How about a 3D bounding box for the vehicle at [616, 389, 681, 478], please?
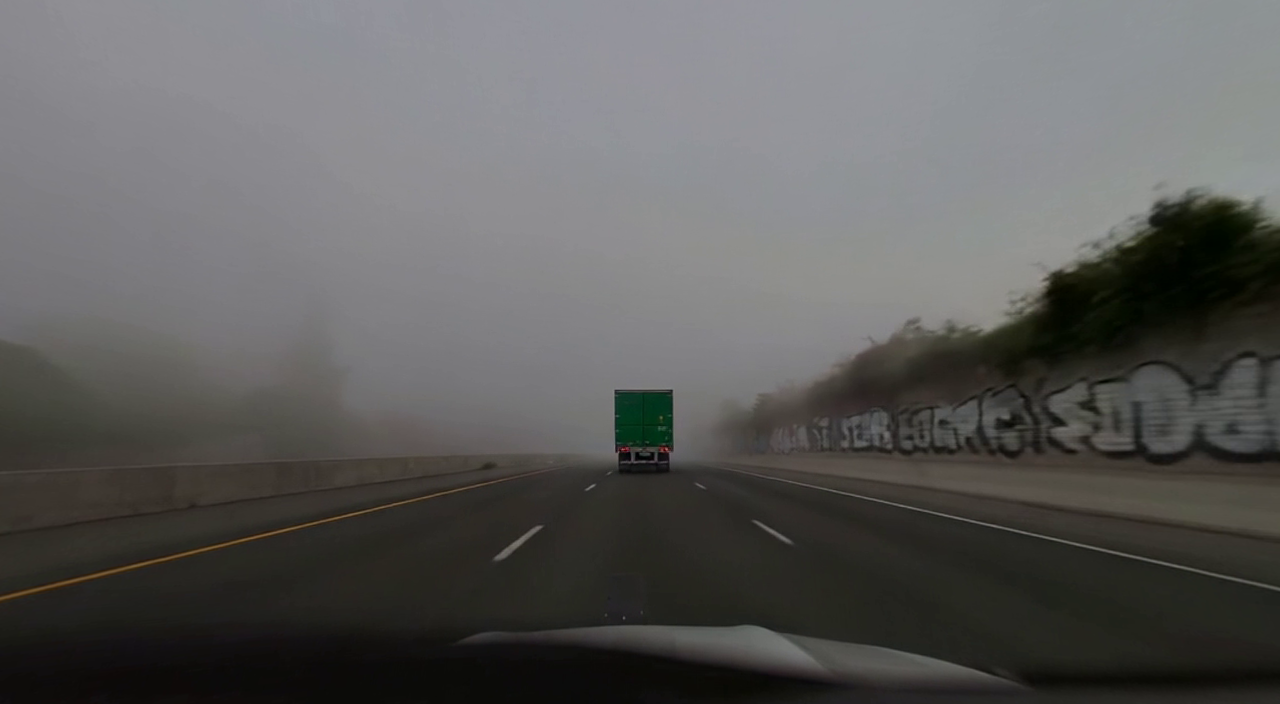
[{"bbox_3d":[0.306,4.429,33.335,2.900,3.955,10.151,0,-9,-1],"label":"vehicle"}]
